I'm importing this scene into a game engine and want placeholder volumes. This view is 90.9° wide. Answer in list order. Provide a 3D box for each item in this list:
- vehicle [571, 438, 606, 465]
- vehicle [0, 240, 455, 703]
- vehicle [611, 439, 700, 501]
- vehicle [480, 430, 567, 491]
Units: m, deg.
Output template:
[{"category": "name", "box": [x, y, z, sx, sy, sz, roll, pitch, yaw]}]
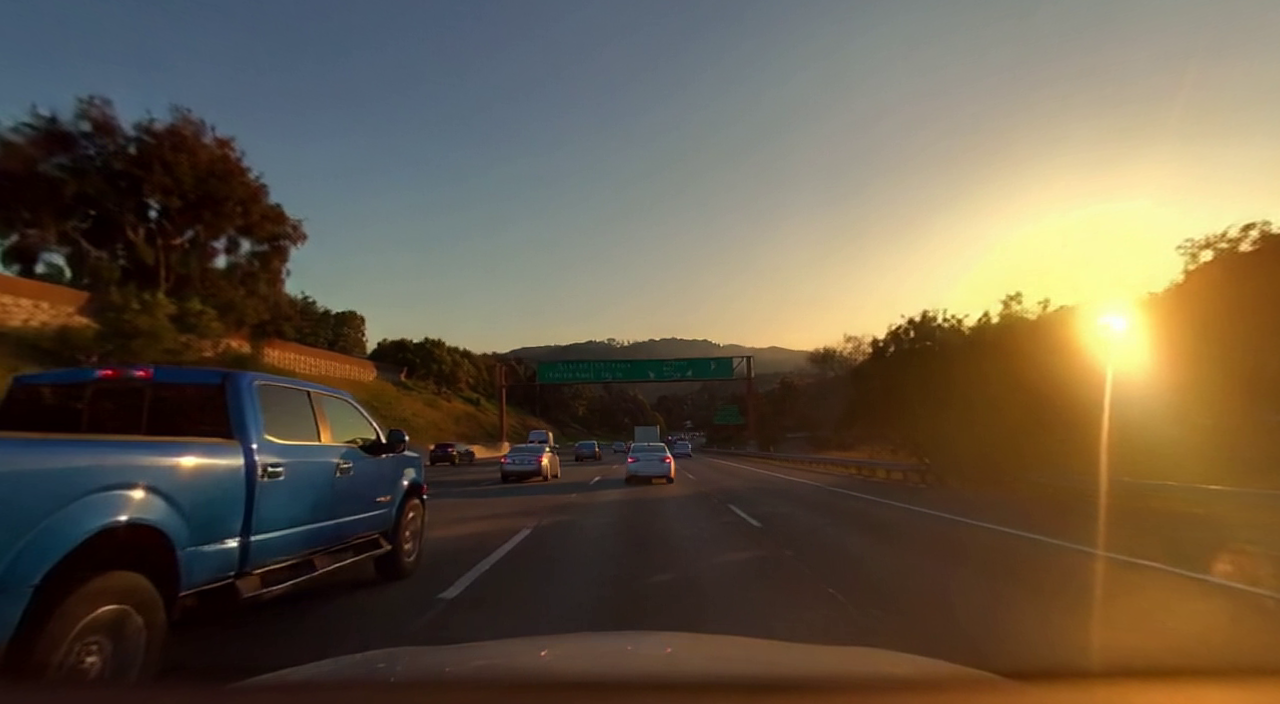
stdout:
[{"category": "vehicle", "box": [-3.306, 6.508, 41.465, 1.897, 1.646, 4.049, 0, -8, 1]}, {"category": "vehicle", "box": [-3.390, 0.959, 4.422, 2.269, 2.060, 5.933, 0, -8, 1]}, {"category": "vehicle", "box": [0.372, 3.047, 16.740, 2.054, 1.421, 4.090, 0, -8, 0]}, {"category": "vehicle", "box": [-3.570, 3.398, 20.123, 1.903, 1.721, 4.210, 0, -8, 1]}]
